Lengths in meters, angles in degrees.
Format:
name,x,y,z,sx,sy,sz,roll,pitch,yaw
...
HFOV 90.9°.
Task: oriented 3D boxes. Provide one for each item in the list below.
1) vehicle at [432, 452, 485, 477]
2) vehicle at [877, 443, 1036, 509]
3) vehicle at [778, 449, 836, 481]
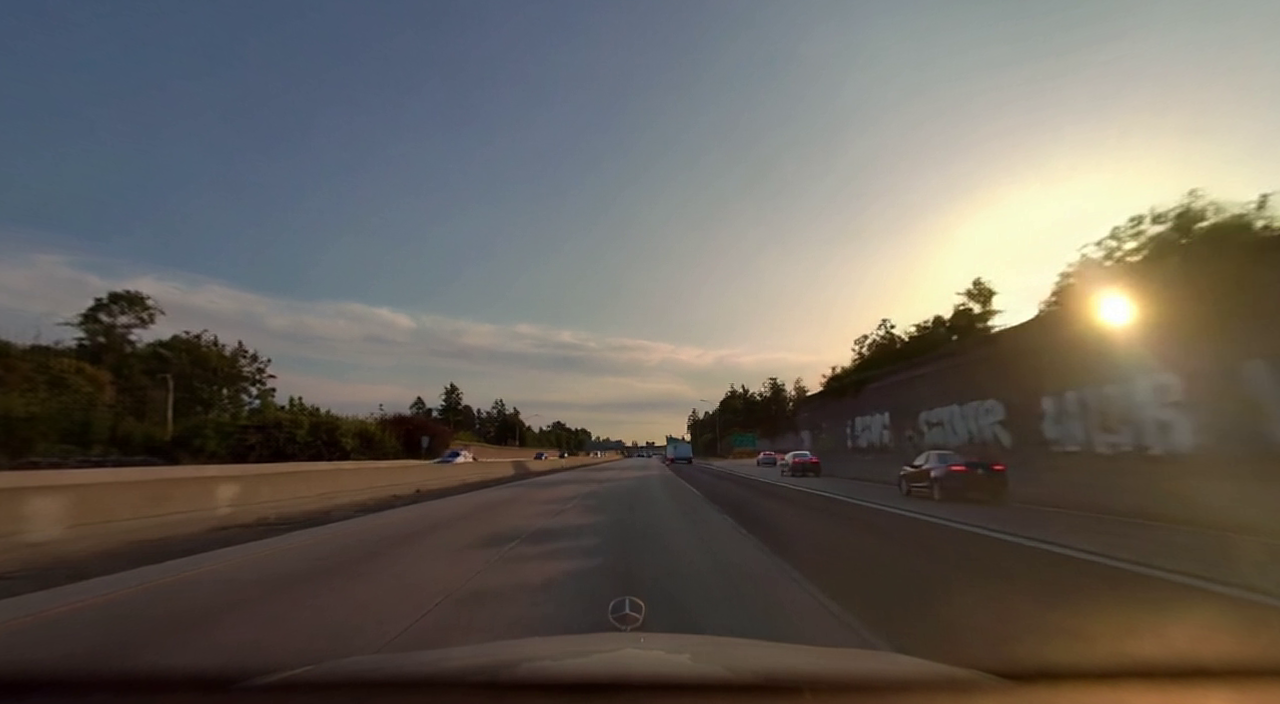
name,x,y,z,sx,sy,sz,roll,pitch,yaw
vehicle,-11.532,7.179,40.270,1.957,1.454,4.414,-1,-9,2
vehicle,8.187,3.224,16.883,1.907,1.495,4.517,0,-9,0
vehicle,8.485,5.774,32.487,1.842,1.475,4.479,0,-9,1
